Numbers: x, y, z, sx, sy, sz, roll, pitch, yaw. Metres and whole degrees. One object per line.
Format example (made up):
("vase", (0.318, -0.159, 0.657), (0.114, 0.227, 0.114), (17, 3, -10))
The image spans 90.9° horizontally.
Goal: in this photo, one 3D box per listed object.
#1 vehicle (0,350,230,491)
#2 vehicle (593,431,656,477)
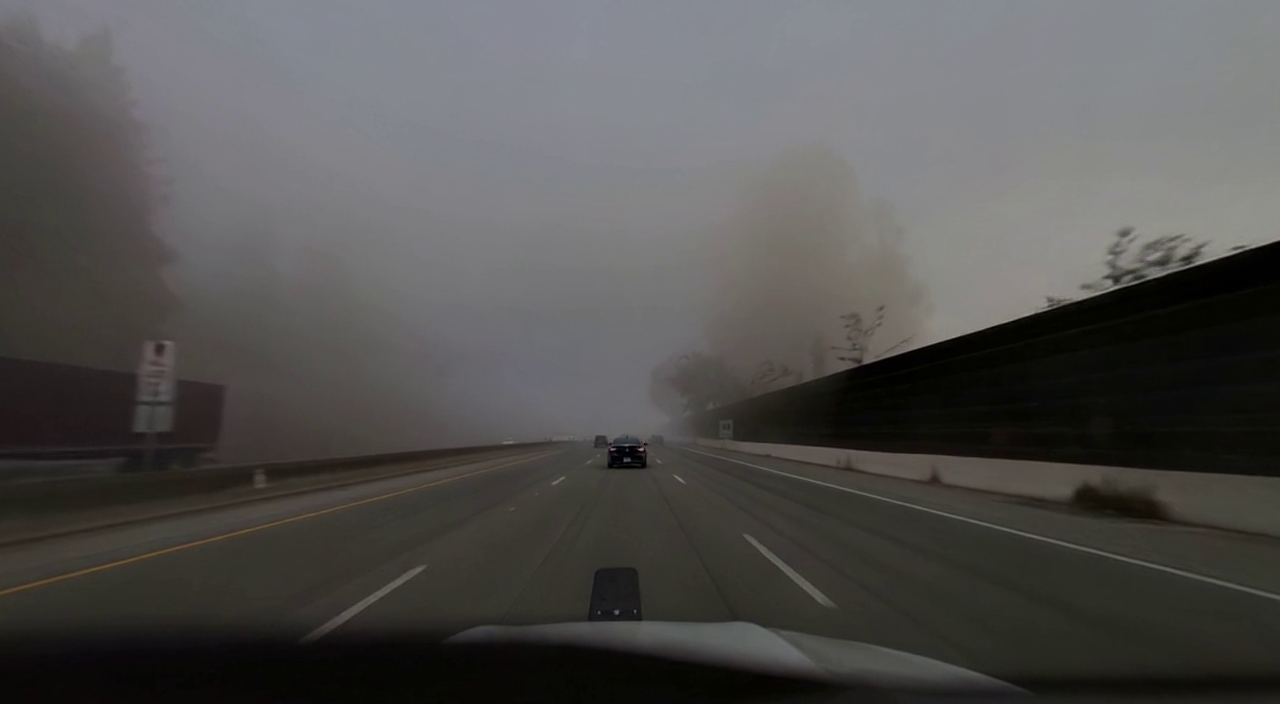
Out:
("vehicle", (-21.603, 2.461, 22.223), (3.141, 4.374, 17.378), (1, -8, -2))
("vehicle", (-0.539, 3.537, 22.208), (2.044, 1.477, 3.693), (0, -8, -1))
